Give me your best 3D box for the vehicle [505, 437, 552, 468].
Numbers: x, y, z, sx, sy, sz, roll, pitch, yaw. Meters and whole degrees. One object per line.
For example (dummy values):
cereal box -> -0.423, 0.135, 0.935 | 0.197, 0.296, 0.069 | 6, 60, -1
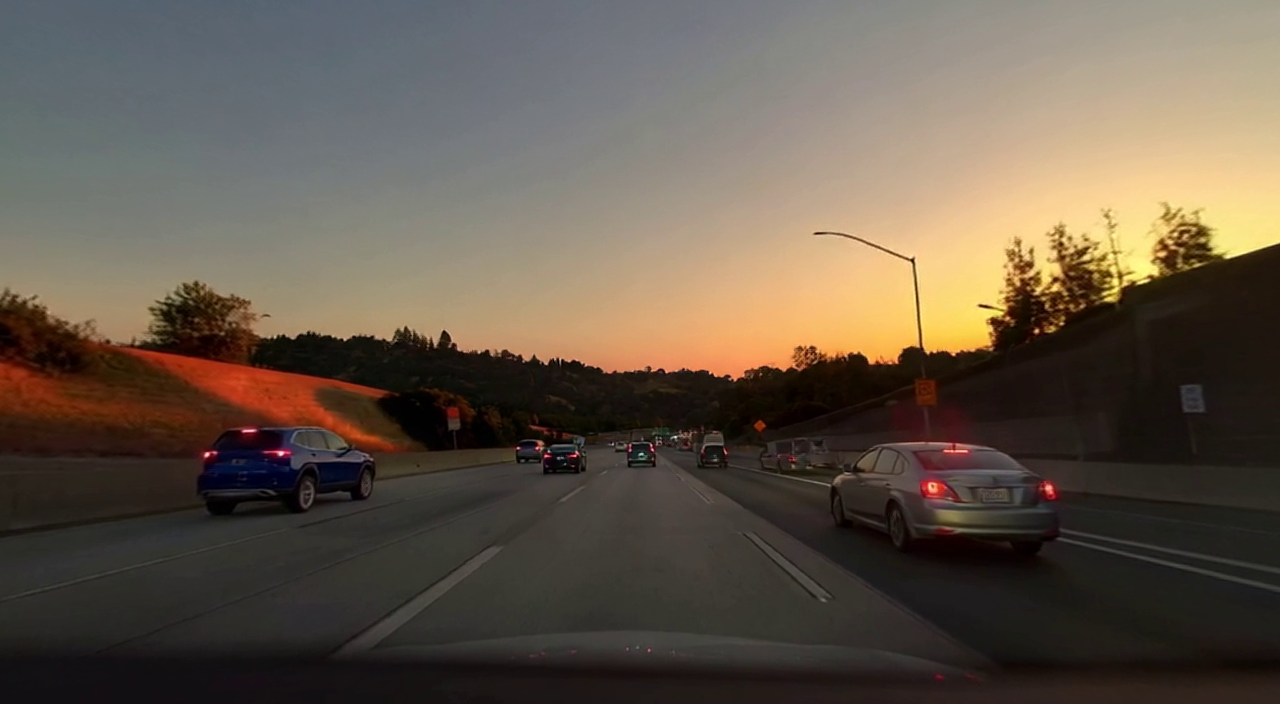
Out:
vehicle -> -6.955, 6.344, 39.709 | 2.111, 1.811, 4.391 | 0, -9, 0

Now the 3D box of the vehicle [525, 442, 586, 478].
vehicle -> -3.698, 4.806, 28.204 | 2.071, 1.478, 4.130 | 0, -9, 1

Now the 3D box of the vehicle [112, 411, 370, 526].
vehicle -> -7.498, 2.252, 12.608 | 2.142, 1.849, 4.566 | 0, -9, 0

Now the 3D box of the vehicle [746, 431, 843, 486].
vehicle -> 5.331, 3.757, 22.416 | 2.335, 1.759, 4.297 | 0, -9, -1

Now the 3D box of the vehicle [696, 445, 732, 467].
vehicle -> 5.193, 7.307, 44.514 | 1.944, 1.465, 4.245 | 0, -9, -1

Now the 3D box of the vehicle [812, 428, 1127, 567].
vehicle -> 4.228, 1.941, 9.196 | 2.141, 1.507, 4.510 | 0, -9, 0

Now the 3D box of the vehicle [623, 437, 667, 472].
vehicle -> 0.250, 5.468, 33.663 | 2.158, 1.706, 4.219 | 0, -9, 0
